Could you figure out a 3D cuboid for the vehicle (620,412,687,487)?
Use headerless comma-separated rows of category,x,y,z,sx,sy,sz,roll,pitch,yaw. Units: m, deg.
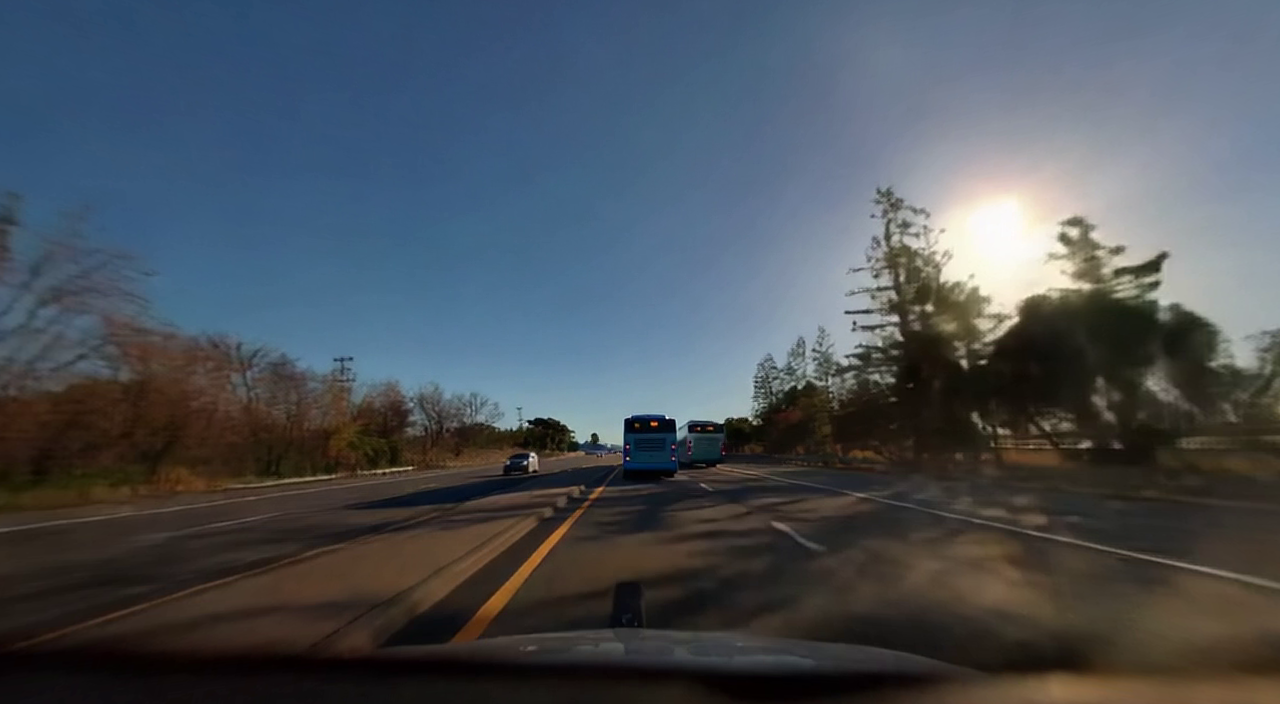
vehicle,0.406,3.939,25.361,2.414,2.675,5.574,0,-9,-2

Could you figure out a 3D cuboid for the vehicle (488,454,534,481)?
vehicle,-7.941,7.141,38.880,1.870,1.500,4.516,-1,-9,1
